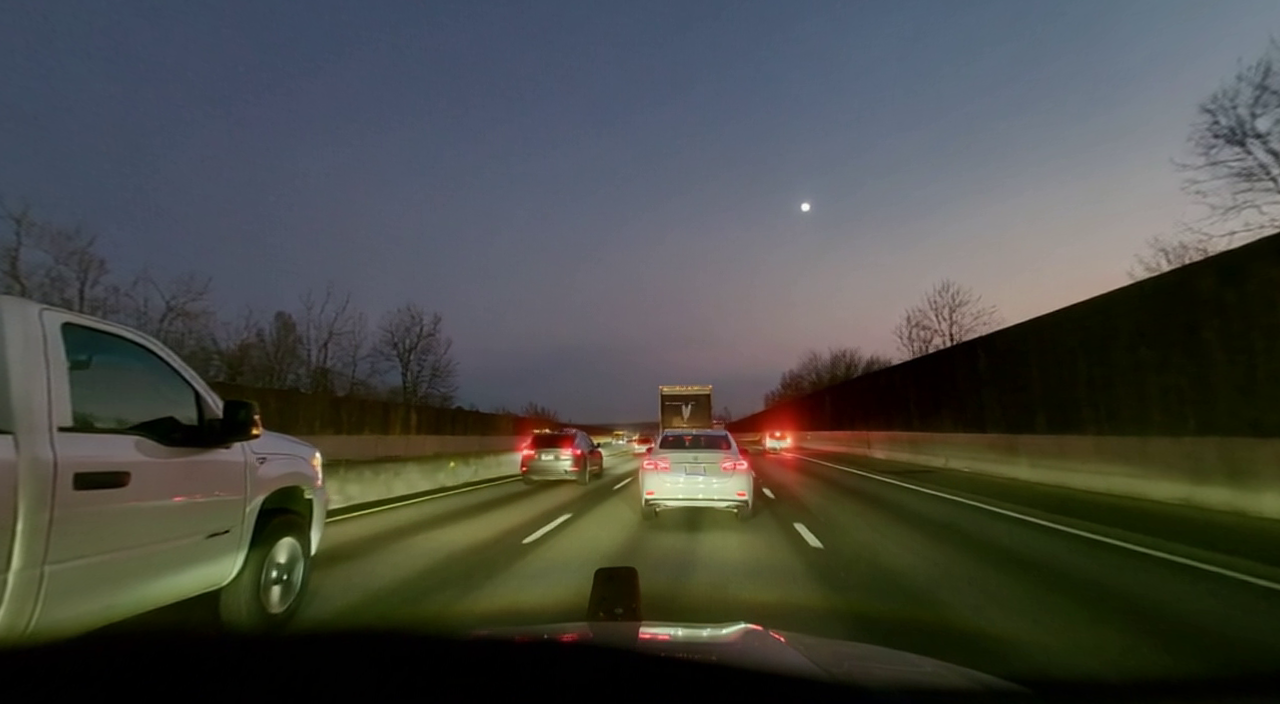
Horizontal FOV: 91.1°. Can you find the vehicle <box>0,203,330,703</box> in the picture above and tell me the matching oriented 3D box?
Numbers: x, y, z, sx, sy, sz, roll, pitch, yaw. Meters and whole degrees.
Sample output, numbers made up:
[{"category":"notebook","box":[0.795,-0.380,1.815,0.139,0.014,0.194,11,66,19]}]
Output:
[{"category":"vehicle","box":[-4.238,0.487,2.693,2.386,2.435,5.831,-1,-8,6]}]

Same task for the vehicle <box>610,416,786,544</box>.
[{"category":"vehicle","box":[0.947,1.801,9.597,2.089,1.485,4.153,-1,-8,8]}]

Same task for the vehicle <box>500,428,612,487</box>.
[{"category":"vehicle","box":[-2.188,2.911,17.816,2.087,1.457,4.313,-1,-8,7]}]
